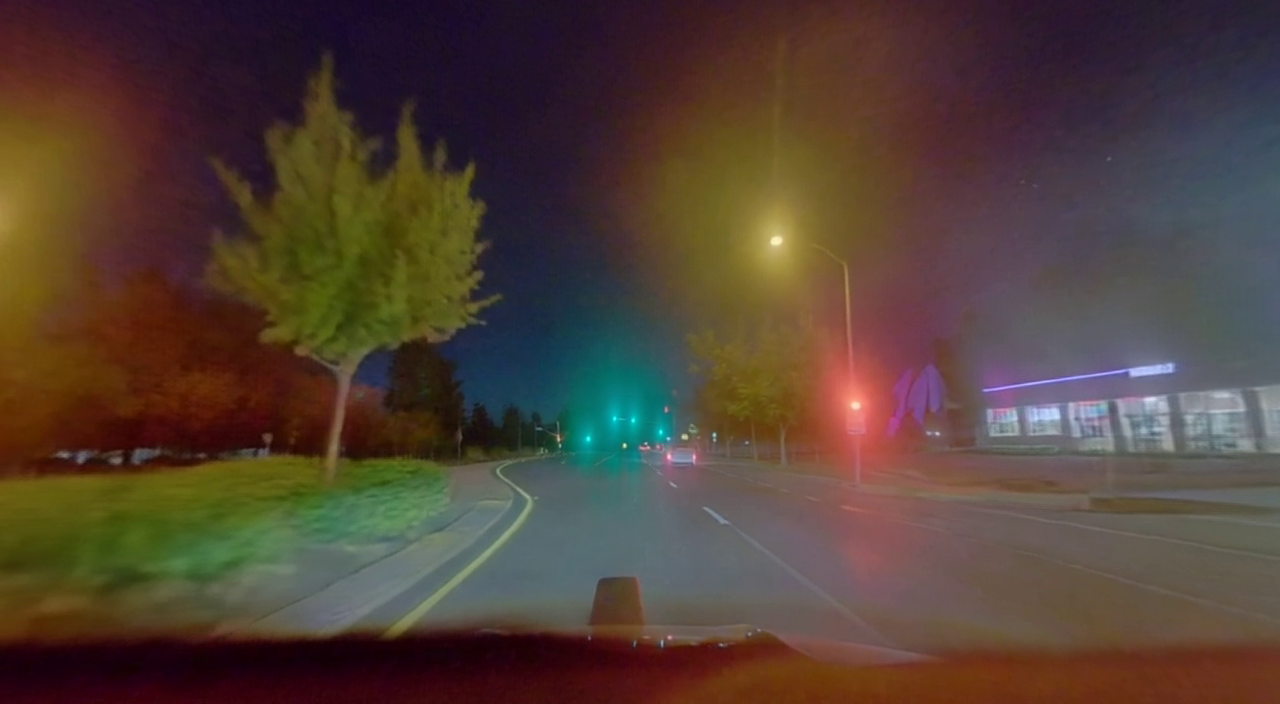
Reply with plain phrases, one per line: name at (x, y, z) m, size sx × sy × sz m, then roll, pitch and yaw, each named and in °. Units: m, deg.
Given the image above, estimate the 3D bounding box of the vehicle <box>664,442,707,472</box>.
vehicle at (2.485, 5.847, 35.502) m, size 1.961 × 1.580 × 4.020 m, roll 0°, pitch -8°, yaw -2°
